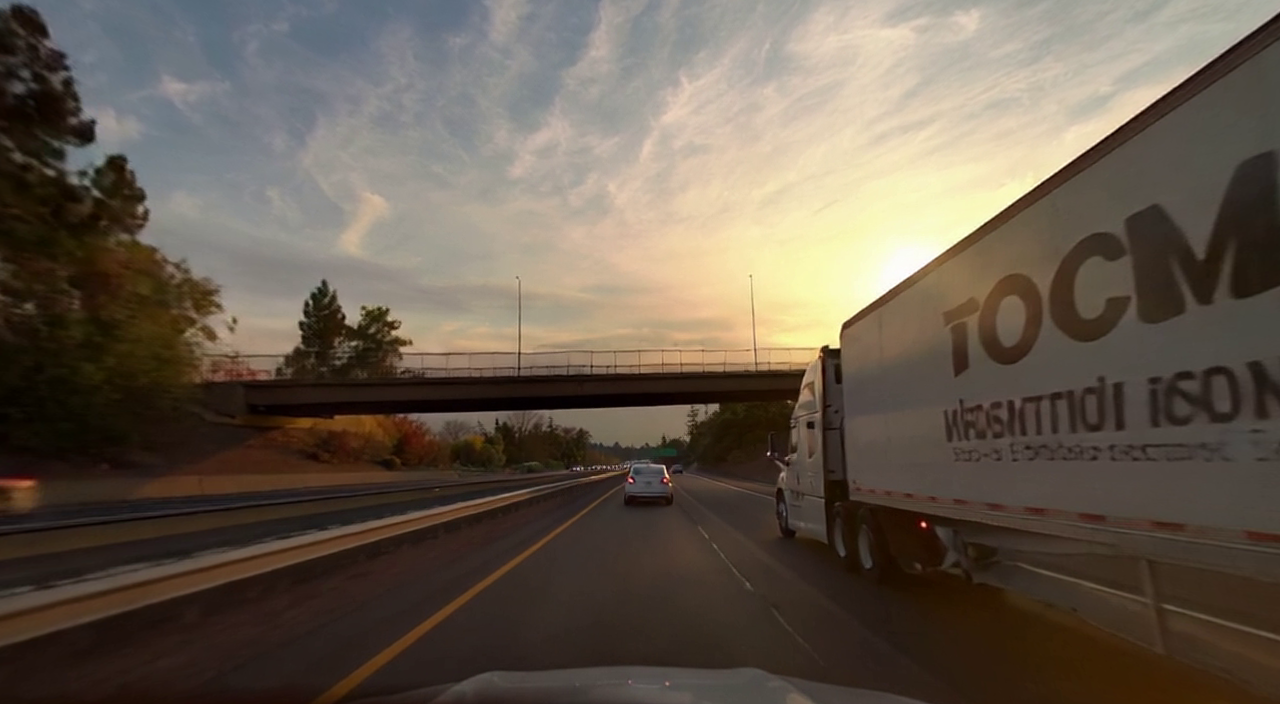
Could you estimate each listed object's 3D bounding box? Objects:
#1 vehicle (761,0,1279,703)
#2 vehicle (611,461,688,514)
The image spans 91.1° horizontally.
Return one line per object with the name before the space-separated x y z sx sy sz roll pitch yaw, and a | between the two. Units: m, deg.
vehicle | 4.436 0.782 6.889 2.964 4.188 16.587 1 -10 0
vehicle | 0.305 4.190 19.688 2.156 1.444 3.762 1 -10 1
